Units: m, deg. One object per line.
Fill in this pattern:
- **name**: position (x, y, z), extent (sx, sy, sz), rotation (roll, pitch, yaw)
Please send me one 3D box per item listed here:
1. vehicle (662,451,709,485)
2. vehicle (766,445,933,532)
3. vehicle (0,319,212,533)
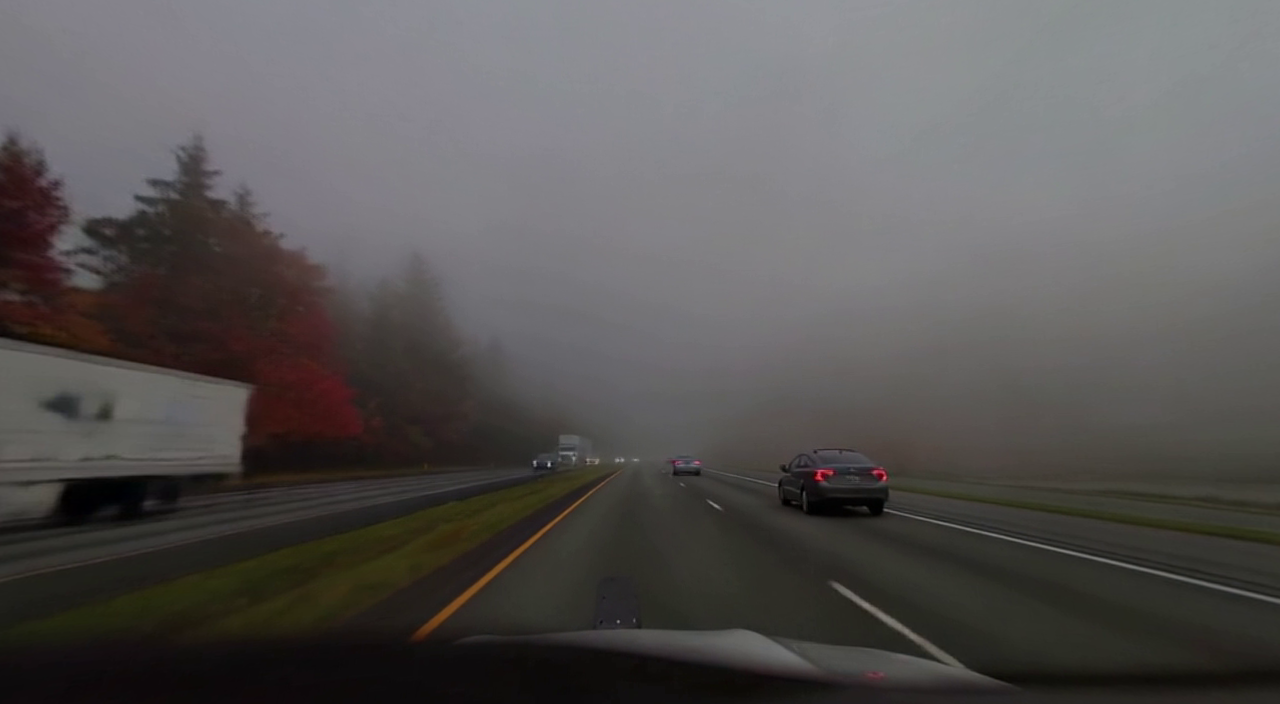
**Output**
- **vehicle**: position (2.221, 5.823, 31.765), extent (2.070, 1.546, 4.648), rotation (0, -9, 1)
- **vehicle**: position (4.256, 2.821, 13.568), extent (2.119, 1.557, 4.163), rotation (0, -9, -1)
- **vehicle**: position (-13.669, 1.218, 10.625), extent (2.907, 4.035, 14.018), rotation (0, -9, 0)
